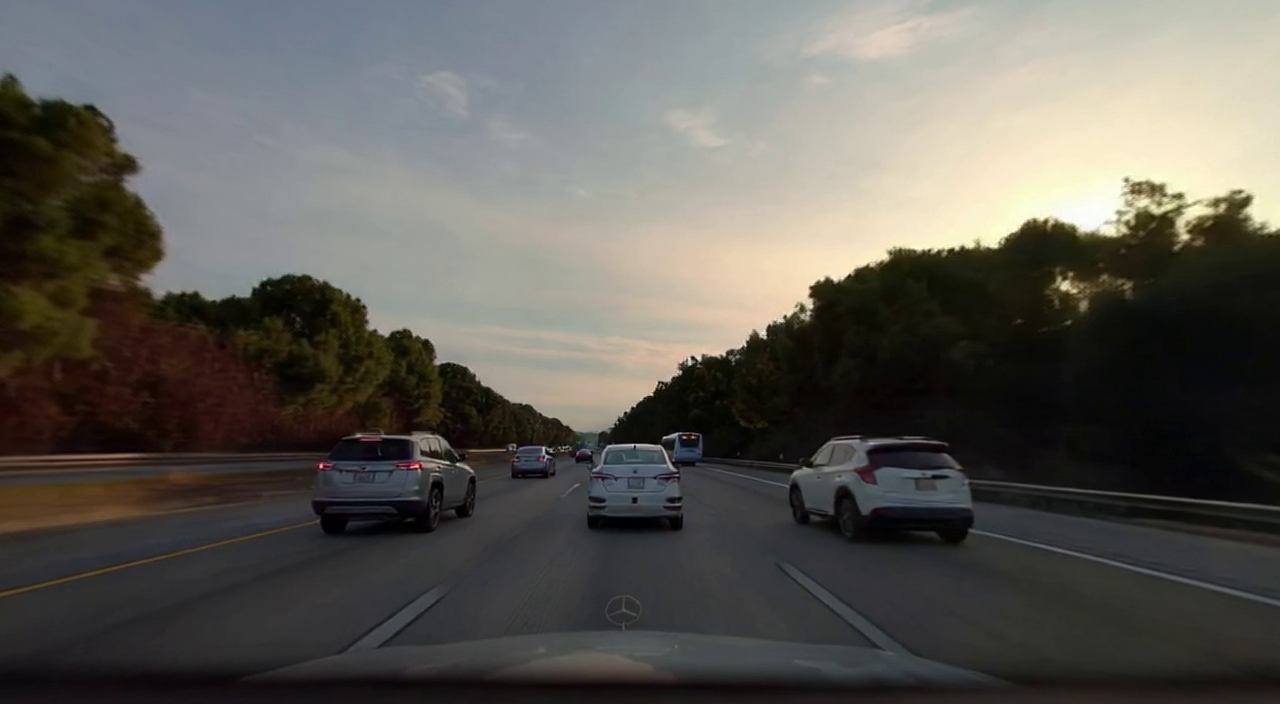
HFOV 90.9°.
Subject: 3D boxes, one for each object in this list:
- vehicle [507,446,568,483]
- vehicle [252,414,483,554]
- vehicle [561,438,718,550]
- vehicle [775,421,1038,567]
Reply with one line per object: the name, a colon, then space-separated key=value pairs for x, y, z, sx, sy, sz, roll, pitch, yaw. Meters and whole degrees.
vehicle: x=-4.515 y=5.007 z=28.297 sx=2.122 sy=1.491 sz=3.800 roll=0 pitch=-9 yaw=-1
vehicle: x=-3.880 y=1.950 z=9.903 sx=1.830 sy=1.703 sz=4.142 roll=0 pitch=-9 yaw=-1
vehicle: x=-0.075 y=2.250 z=10.683 sx=2.120 sy=1.478 sz=4.179 roll=0 pitch=-9 yaw=-2
vehicle: x=3.592 y=1.993 z=9.553 sx=1.996 sy=1.688 sz=4.207 roll=0 pitch=-9 yaw=-2
